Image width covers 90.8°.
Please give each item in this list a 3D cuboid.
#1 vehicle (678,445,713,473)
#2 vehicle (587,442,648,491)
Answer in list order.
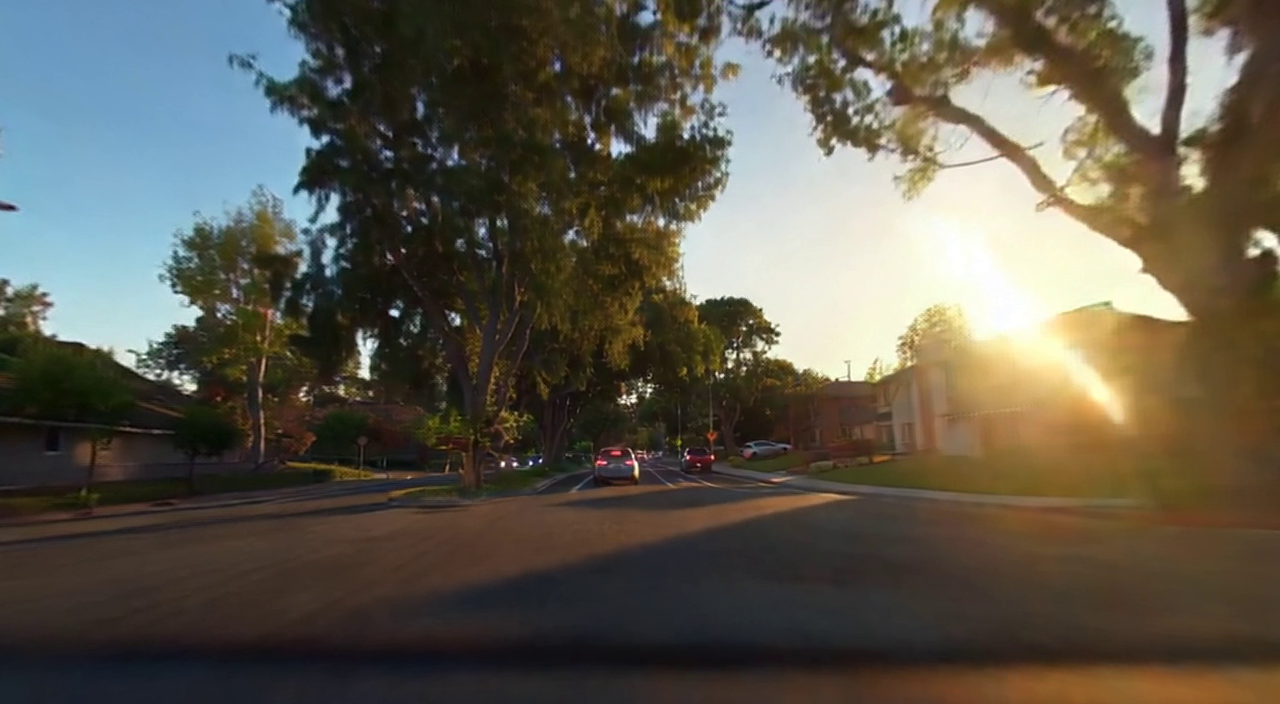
[{"bbox_3d":[3.729,7.205,42.953,2.045,1.776,4.851,0,-8,1],"label":"vehicle"},{"bbox_3d":[-0.814,4.219,23.640,2.106,1.655,3.717,0,-8,-1],"label":"vehicle"}]
